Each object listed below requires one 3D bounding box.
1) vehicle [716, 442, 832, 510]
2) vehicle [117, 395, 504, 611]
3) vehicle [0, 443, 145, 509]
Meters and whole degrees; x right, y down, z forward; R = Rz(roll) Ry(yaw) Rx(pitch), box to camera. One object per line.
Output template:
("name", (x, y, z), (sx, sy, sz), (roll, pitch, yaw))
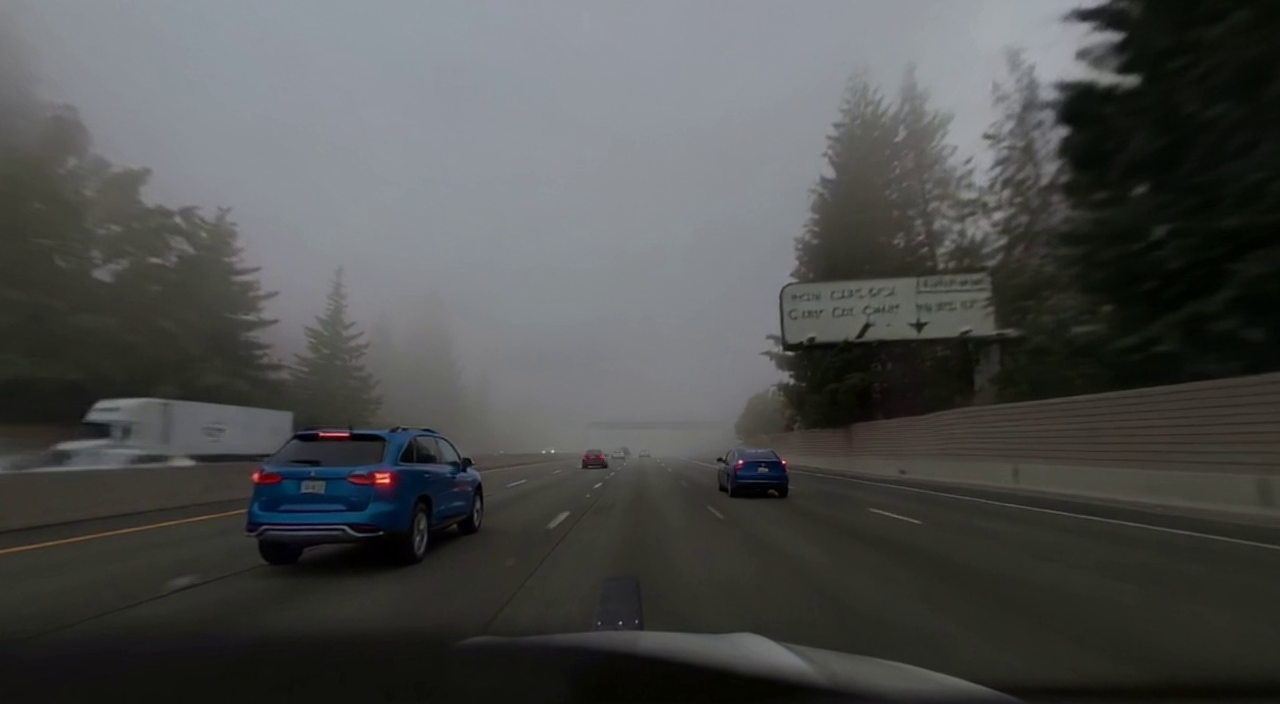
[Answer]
("vehicle", (3.211, 3.044, 15.988), (1.979, 1.486, 4.125), (1, -8, -1))
("vehicle", (-3.203, 1.568, 7.482), (2.137, 1.756, 4.453), (0, -8, 0))
("vehicle", (-18.217, 3.632, 18.986), (2.096, 1.754, 5.401), (0, -8, 1))
